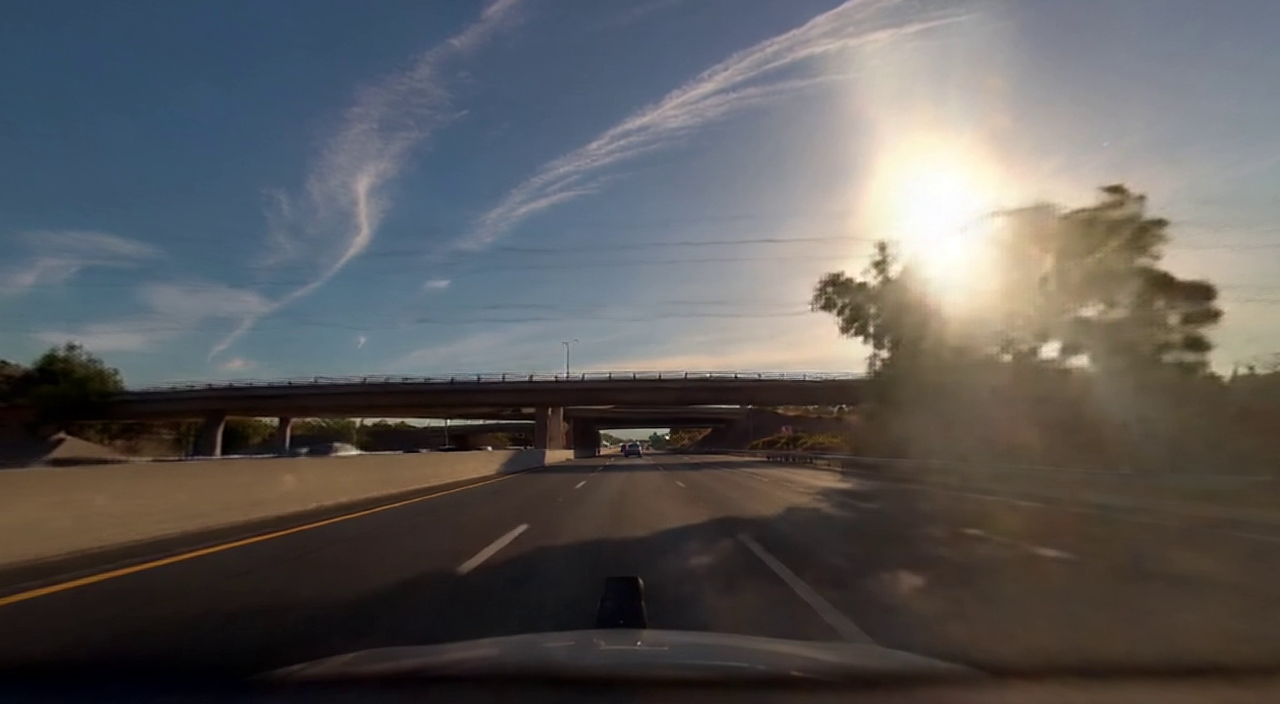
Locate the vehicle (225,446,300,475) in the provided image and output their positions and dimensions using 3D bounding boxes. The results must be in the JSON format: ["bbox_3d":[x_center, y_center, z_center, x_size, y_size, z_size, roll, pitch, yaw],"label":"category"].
[{"bbox_3d":[-20.915,6.020,35.211,1.833,1.529,3.811,0,-9,-1],"label":"vehicle"}]

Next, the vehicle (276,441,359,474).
[{"bbox_3d":[-17.322,5.679,34.250,1.993,1.652,4.732,0,-9,0],"label":"vehicle"}]
